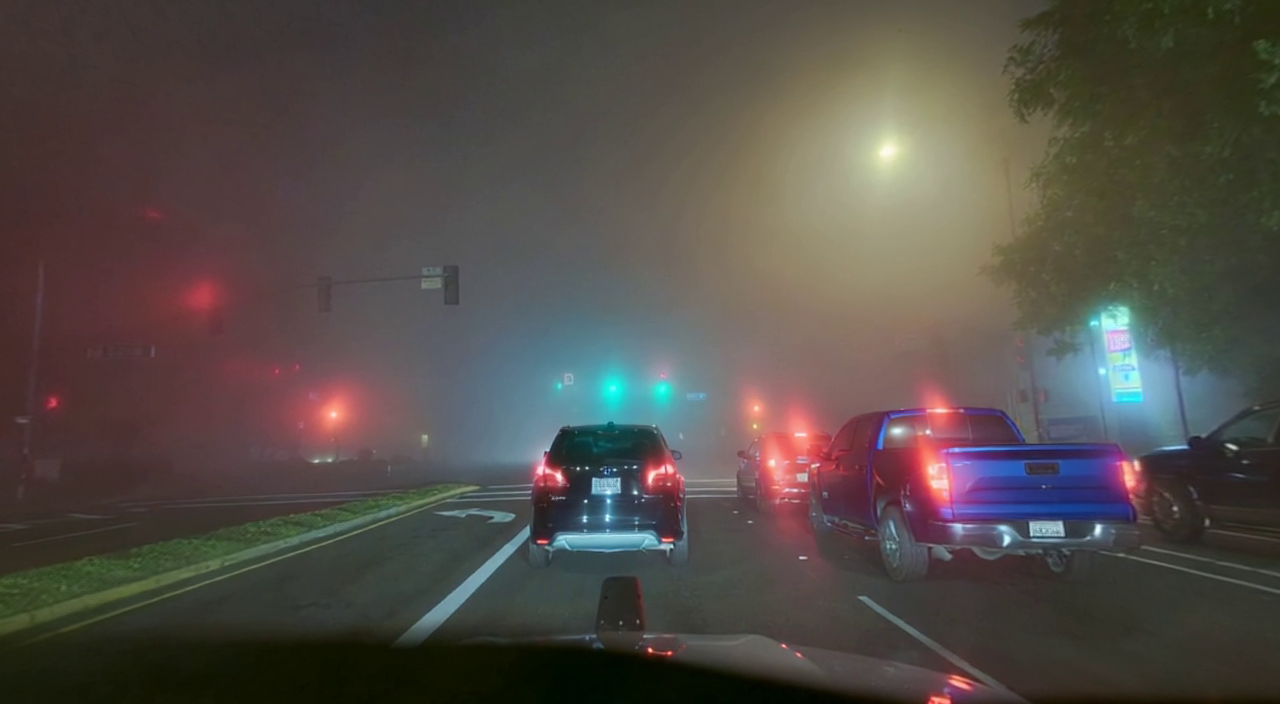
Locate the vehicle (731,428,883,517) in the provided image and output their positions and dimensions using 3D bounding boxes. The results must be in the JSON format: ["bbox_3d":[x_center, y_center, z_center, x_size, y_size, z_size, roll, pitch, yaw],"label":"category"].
[{"bbox_3d":[3.376,2.529,13.780,2.031,1.626,4.264,0,-8,-1],"label":"vehicle"}]

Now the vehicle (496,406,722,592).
[{"bbox_3d":[-0.274,1.608,7.646,2.037,1.674,3.693,0,-8,0],"label":"vehicle"}]

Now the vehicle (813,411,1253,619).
[{"bbox_3d":[3.600,1.568,7.118,1.955,1.550,4.587,0,-8,-1],"label":"vehicle"}]
